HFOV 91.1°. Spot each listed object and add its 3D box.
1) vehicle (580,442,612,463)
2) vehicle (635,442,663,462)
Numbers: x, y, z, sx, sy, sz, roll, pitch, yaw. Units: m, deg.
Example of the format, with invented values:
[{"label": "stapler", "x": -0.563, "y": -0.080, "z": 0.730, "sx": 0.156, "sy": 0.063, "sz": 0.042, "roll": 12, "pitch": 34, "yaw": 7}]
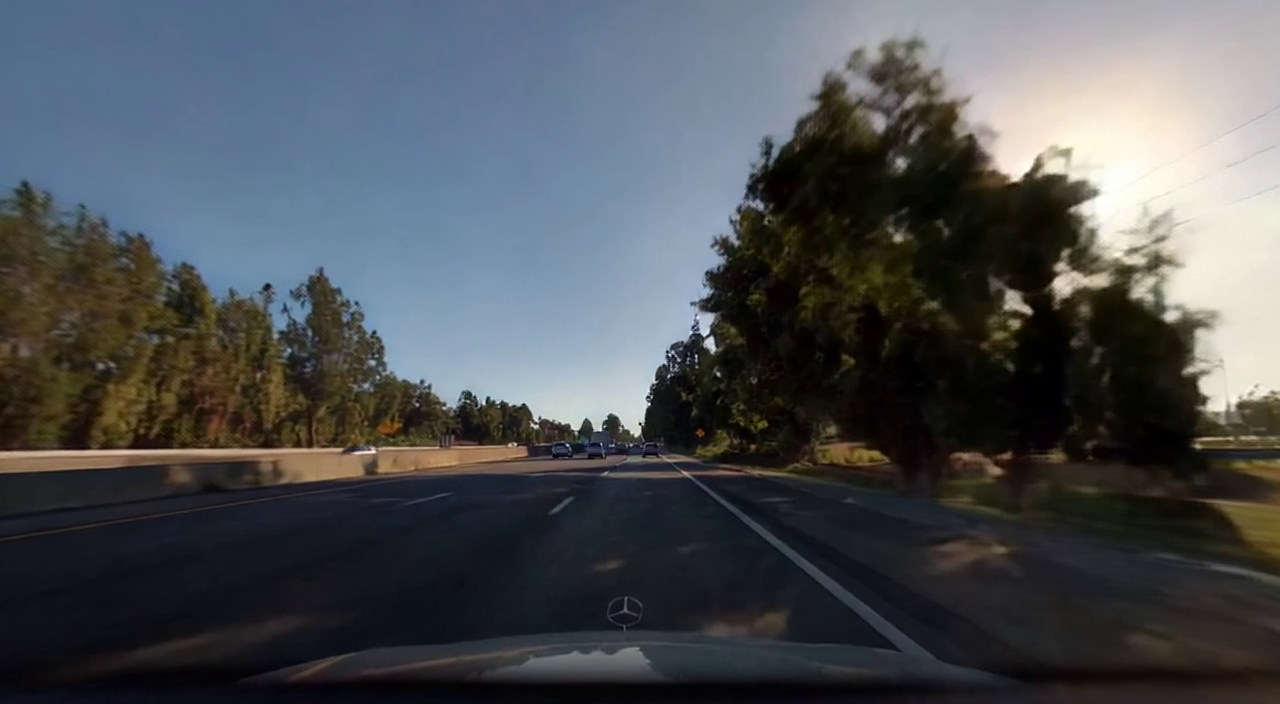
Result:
[{"label": "vehicle", "x": -3.240, "y": 7.480, "z": 46.943, "sx": 2.046, "sy": 1.478, "sz": 4.111, "roll": 0, "pitch": -8, "yaw": 0}, {"label": "vehicle", "x": 0.656, "y": 7.698, "z": 48.577, "sx": 2.057, "sy": 1.453, "sz": 3.926, "roll": 0, "pitch": -8, "yaw": 0}]
